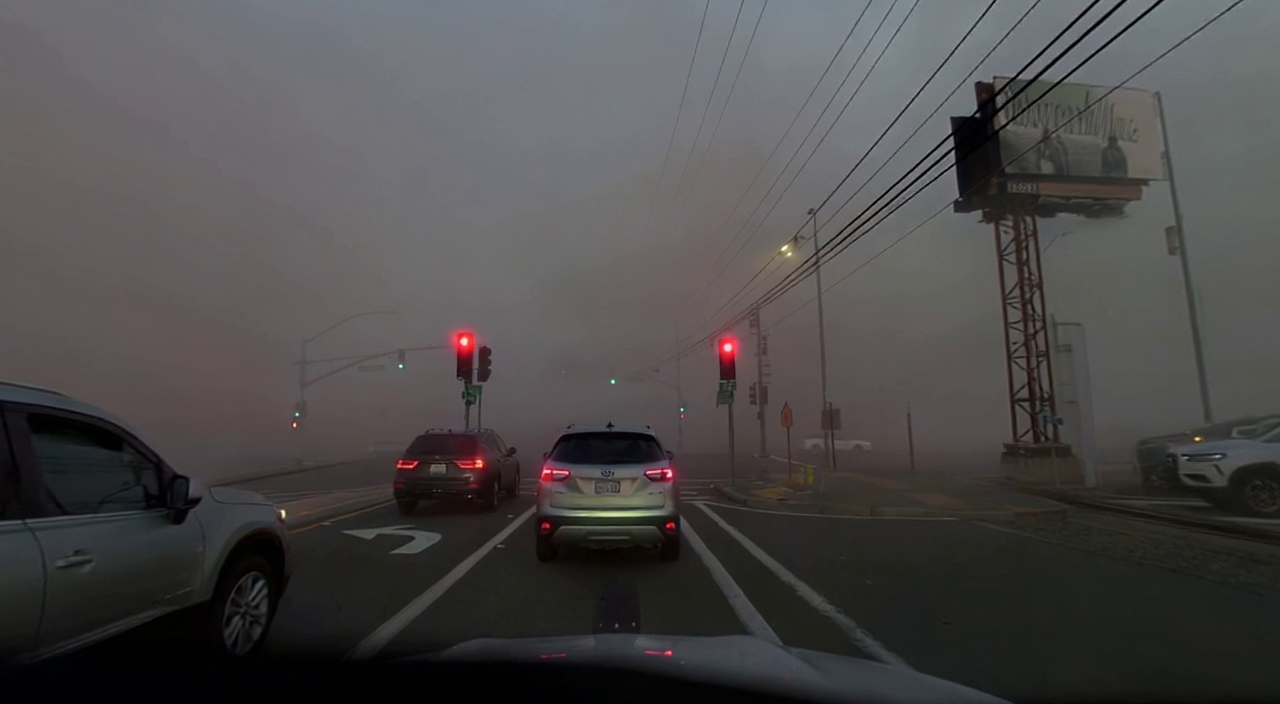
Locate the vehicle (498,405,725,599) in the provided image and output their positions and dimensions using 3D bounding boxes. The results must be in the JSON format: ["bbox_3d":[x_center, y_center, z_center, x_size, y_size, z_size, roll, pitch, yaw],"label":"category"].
[{"bbox_3d":[-0.261,1.620,7.549,2.025,1.723,3.644,0,-9,0],"label":"vehicle"}]

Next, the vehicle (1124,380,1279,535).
[{"bbox_3d":[9.563,1.332,8.126,5.060,1.702,2.033,1,-9,-4],"label":"vehicle"}]

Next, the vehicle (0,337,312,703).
[{"bbox_3d":[-3.936,0.866,2.967,2.052,1.814,5.184,0,-9,-1],"label":"vehicle"}]

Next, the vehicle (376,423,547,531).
[{"bbox_3d":[-3.124,2.290,12.130,1.988,1.678,4.317,0,-9,1],"label":"vehicle"}]

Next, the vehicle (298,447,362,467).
[{"bbox_3d":[-24.028,8.136,48.956,4.357,1.444,1.842,-3,-9,20],"label":"vehicle"}]
